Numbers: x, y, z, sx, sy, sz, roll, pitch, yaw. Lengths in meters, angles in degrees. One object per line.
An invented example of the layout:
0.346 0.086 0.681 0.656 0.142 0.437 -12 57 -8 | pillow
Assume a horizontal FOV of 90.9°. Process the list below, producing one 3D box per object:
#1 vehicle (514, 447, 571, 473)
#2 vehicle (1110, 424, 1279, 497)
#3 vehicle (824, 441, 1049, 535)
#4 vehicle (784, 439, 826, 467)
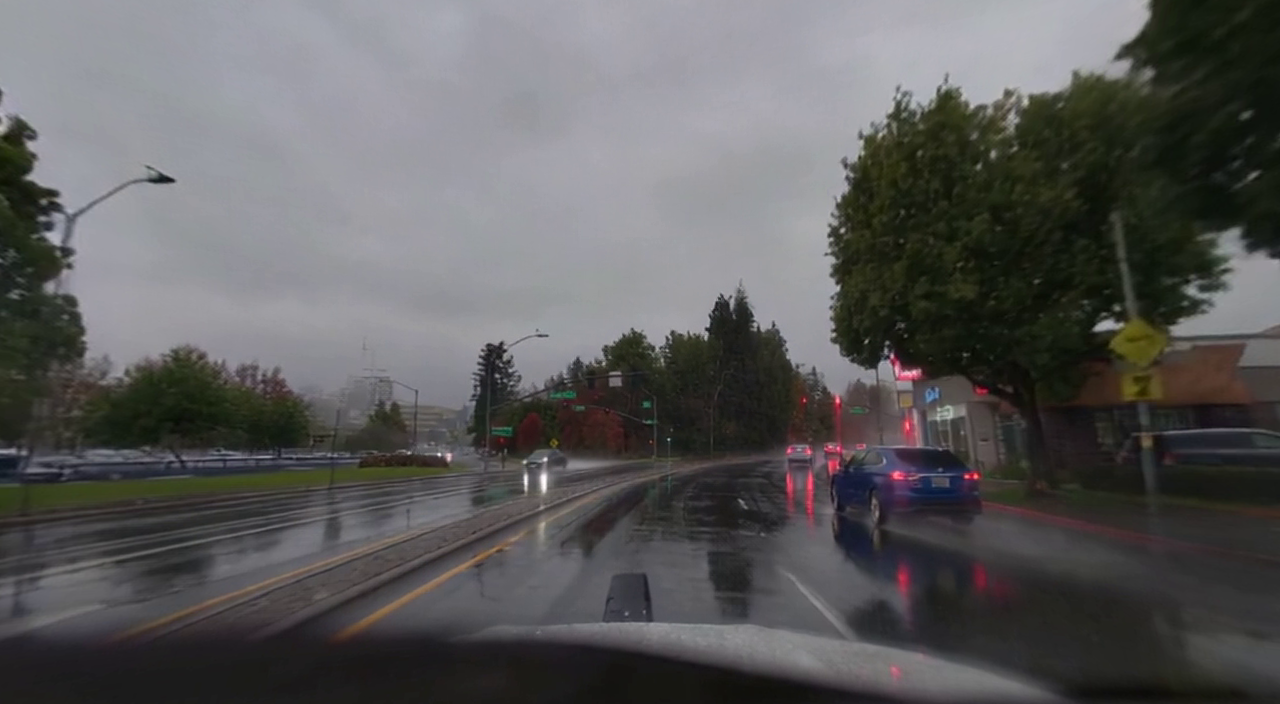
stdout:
-6.164 6.885 40.440 2.022 1.498 4.400 -2 -9 15 | vehicle
16.047 2.919 17.126 4.557 1.825 2.350 -2 -9 12 | vehicle
5.401 2.492 12.310 1.938 1.466 4.434 1 -8 -5 | vehicle
10.857 6.596 41.336 2.311 1.715 4.287 -3 -9 18 | vehicle
